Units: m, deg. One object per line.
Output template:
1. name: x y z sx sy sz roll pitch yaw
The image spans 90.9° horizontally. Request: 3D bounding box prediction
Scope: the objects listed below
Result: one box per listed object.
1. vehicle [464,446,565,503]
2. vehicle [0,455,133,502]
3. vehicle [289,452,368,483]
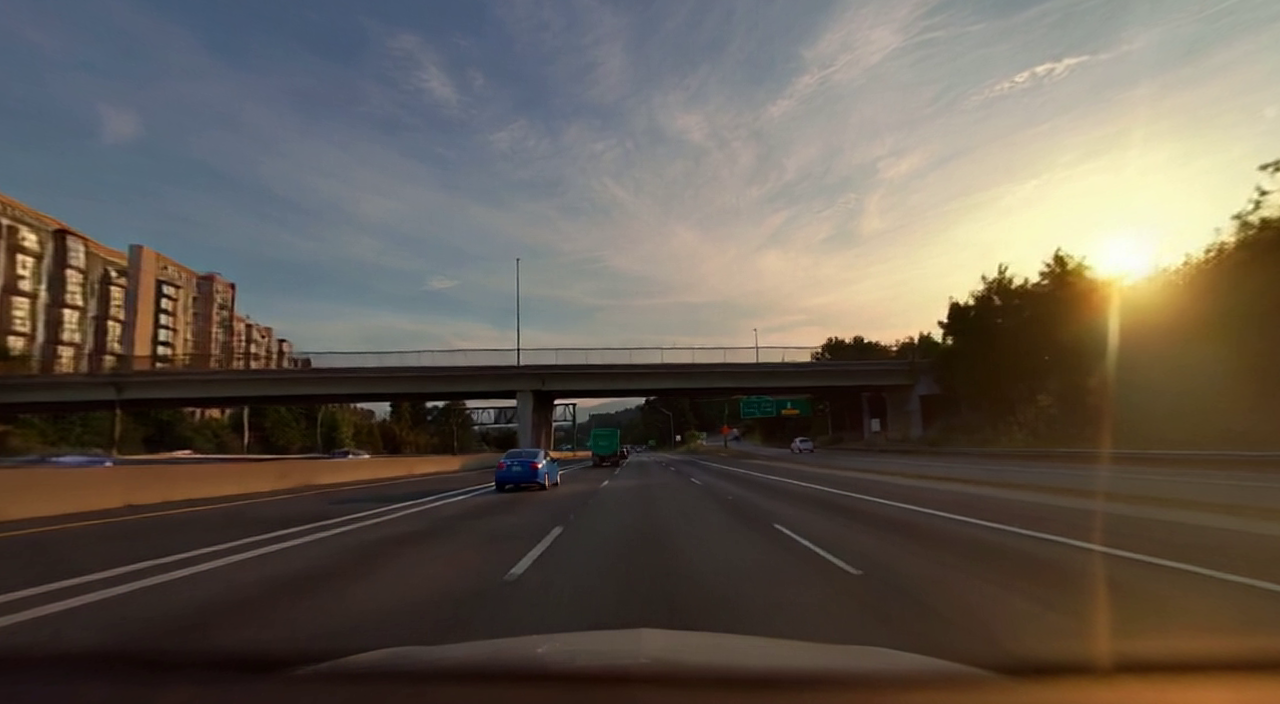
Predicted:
1. vehicle: -3.592 3.606 18.964 2.039 1.478 4.483 0 -9 1
2. vehicle: -20.115 4.326 21.837 1.790 1.450 3.815 0 -9 1
3. vehicle: -15.774 5.852 32.148 1.845 1.479 4.108 0 -9 1
